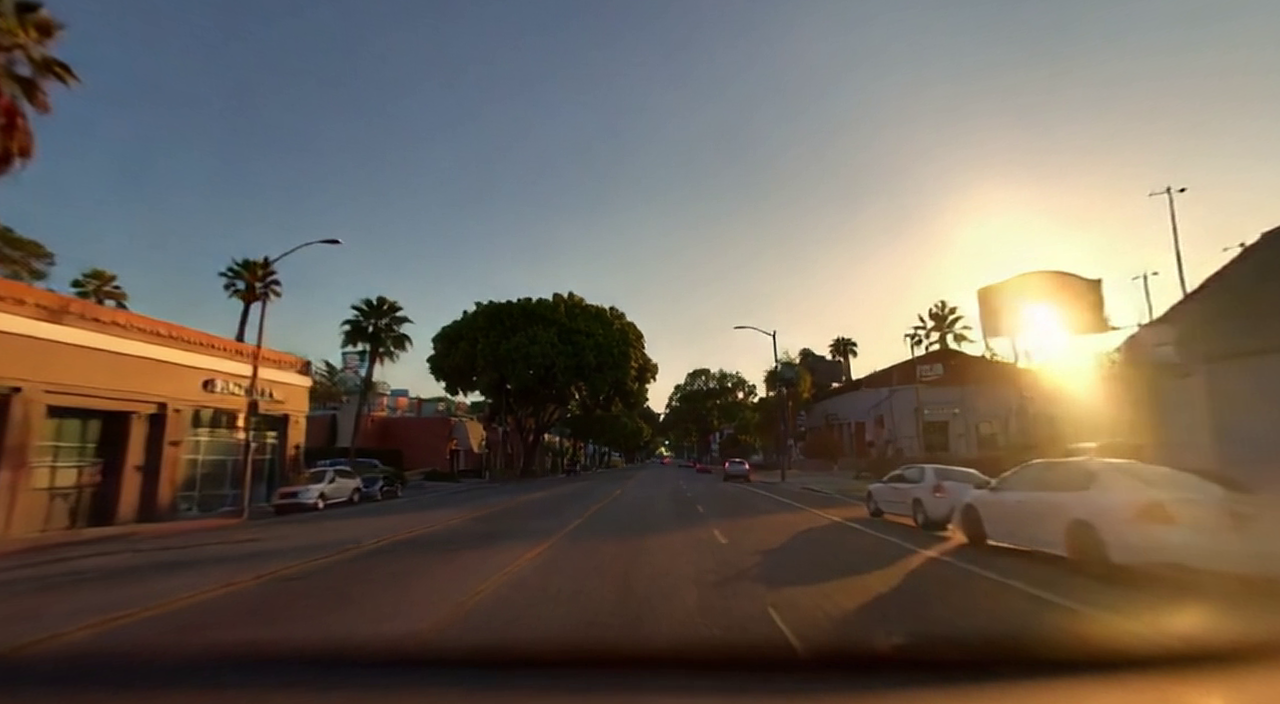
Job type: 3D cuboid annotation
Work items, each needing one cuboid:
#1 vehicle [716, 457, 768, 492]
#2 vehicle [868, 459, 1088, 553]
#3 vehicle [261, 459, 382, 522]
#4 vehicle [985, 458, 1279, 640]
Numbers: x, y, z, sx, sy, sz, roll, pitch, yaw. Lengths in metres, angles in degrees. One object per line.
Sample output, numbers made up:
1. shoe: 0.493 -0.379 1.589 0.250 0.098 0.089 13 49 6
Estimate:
1. vehicle: 4.724 5.705 29.807 2.067 1.477 4.653 -1 -9 5
2. vehicle: 6.407 2.935 12.756 1.932 1.490 4.598 0 -9 1
3. vehicle: -12.112 5.234 24.549 1.949 2.026 5.141 1 -8 0
4. vehicle: 6.314 2.049 7.612 1.834 1.504 4.331 0 -9 0
